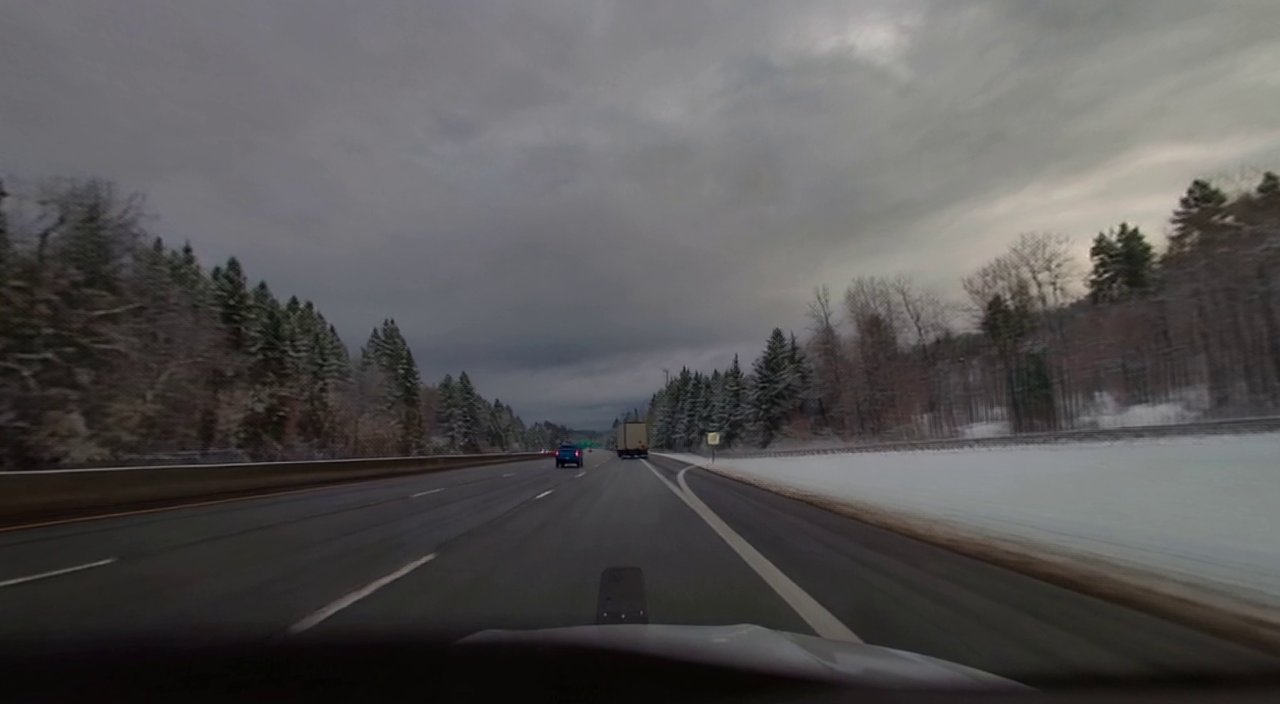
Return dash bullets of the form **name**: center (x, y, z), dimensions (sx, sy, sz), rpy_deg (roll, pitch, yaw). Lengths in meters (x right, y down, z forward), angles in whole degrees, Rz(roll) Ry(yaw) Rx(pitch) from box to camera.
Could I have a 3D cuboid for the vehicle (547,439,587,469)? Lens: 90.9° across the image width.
- **vehicle**: center (-4.805, 6.831, 42.315), dimensions (2.124, 1.888, 5.226), rpy_deg (0, -9, 0)
